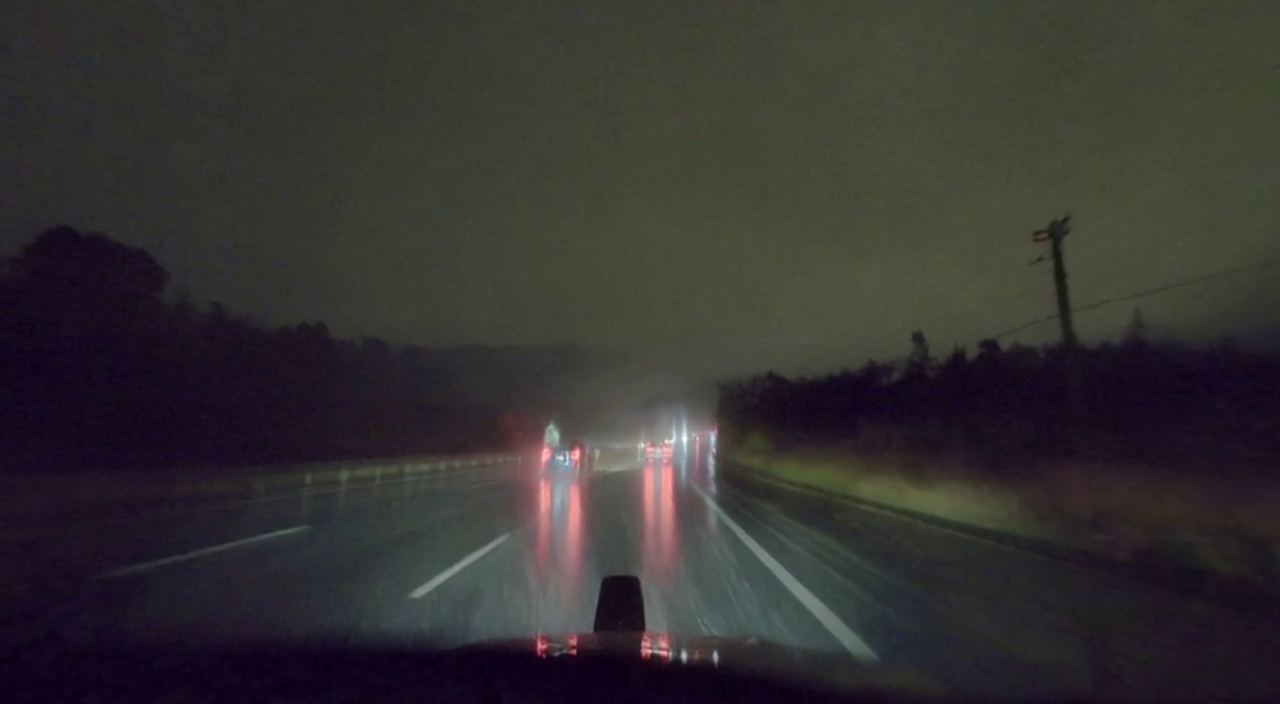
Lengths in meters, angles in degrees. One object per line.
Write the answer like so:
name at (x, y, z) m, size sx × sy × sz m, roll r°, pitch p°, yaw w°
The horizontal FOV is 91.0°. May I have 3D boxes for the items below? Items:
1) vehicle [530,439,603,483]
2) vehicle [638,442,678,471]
vehicle at (-2.807, 4.300, 25.024) m, size 2.129 × 1.563 × 4.387 m, roll -1°, pitch -9°, yaw 3°
vehicle at (1.060, 5.952, 36.011) m, size 2.129 × 1.502 × 4.321 m, roll 0°, pitch -9°, yaw 3°
